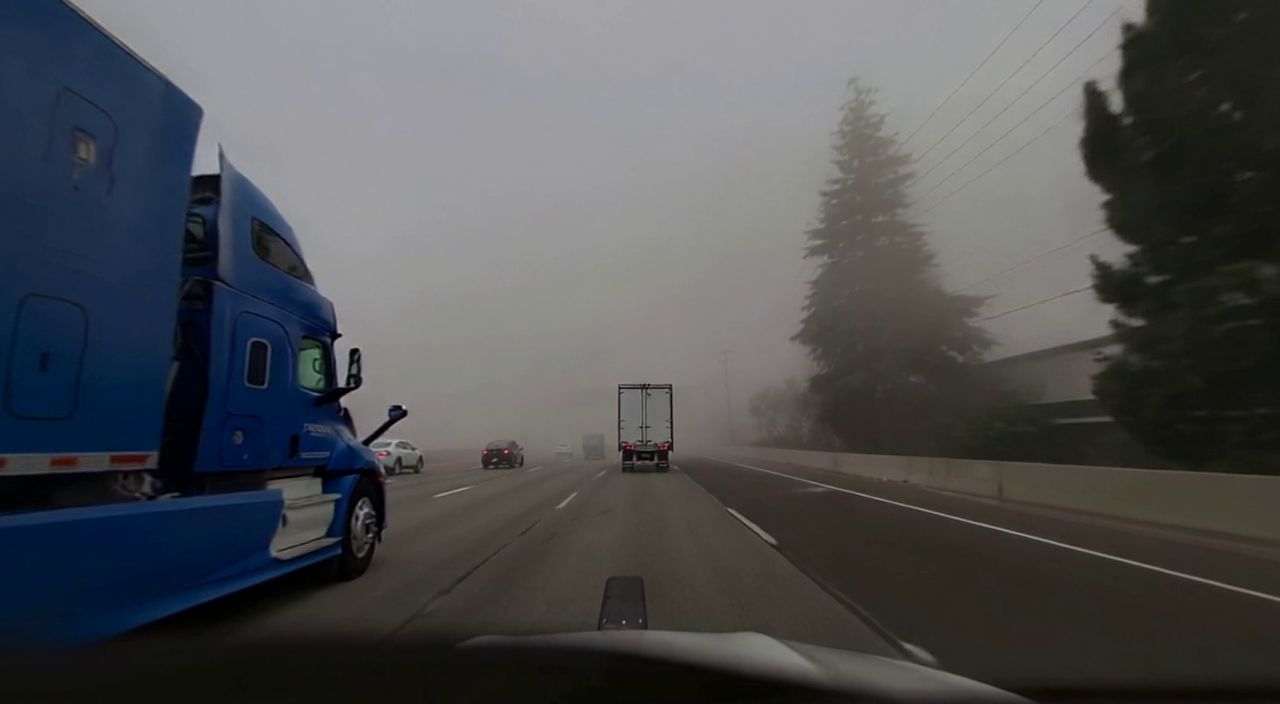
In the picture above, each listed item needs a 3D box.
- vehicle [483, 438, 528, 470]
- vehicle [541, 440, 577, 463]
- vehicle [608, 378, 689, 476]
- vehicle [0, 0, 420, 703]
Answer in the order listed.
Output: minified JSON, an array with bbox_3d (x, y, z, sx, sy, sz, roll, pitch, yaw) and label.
[{"bbox_3d":[-7.041,5.349,33.238,1.736,1.580,2.778,0,-9,0],"label":"vehicle"},{"bbox_3d":[-5.423,6.722,42.783,1.933,1.459,4.478,0,-9,-2],"label":"vehicle"},{"bbox_3d":[0.270,3.481,28.092,2.941,3.604,9.851,0,-9,0],"label":"vehicle"},{"bbox_3d":[-4.030,-0.046,2.425,3.061,3.891,8.658,0,-9,1],"label":"vehicle"}]
